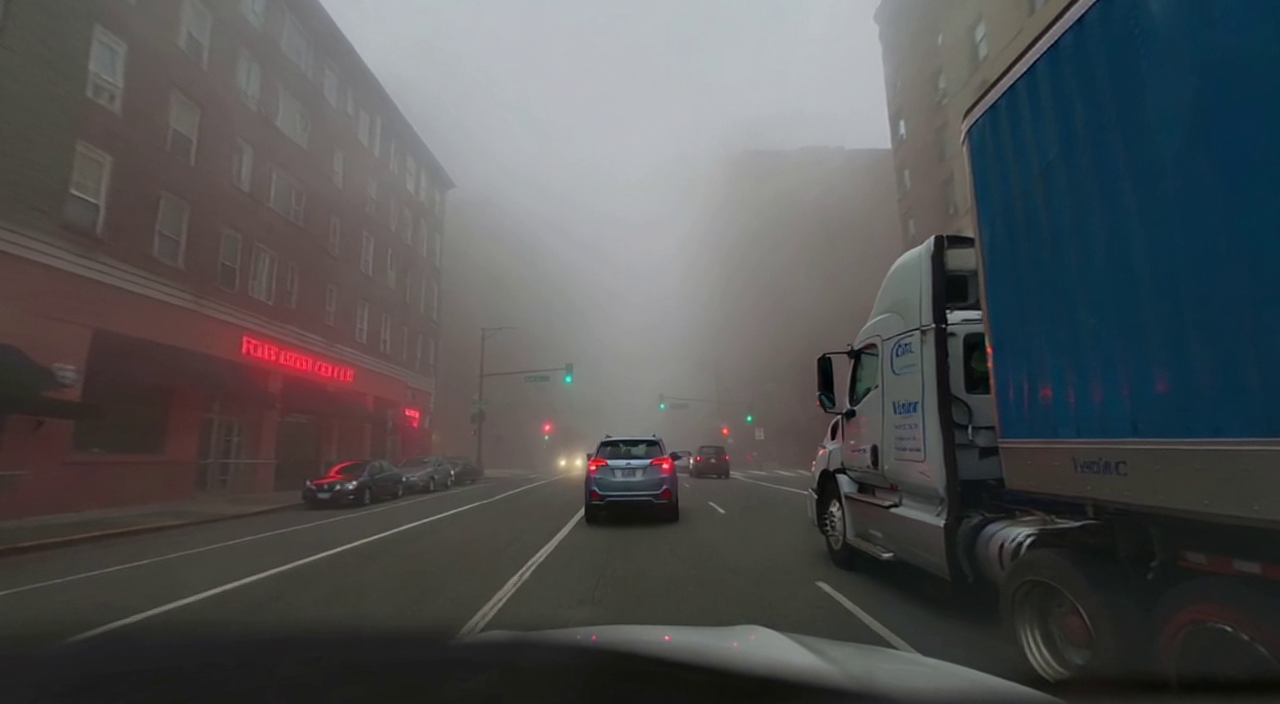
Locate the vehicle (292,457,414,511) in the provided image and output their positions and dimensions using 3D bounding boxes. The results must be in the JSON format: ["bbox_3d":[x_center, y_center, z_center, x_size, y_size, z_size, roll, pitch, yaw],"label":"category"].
[{"bbox_3d":[-8.740,4.027,19.715,1.805,1.379,4.359,0,-8,-1],"label":"vehicle"}]

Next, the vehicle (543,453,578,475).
[{"bbox_3d":[-5.794,8.184,46.551,1.947,1.462,4.640,-1,-8,1],"label":"vehicle"}]

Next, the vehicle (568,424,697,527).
[{"bbox_3d":[-0.122,2.525,13.502,2.283,1.783,4.548,0,-8,0],"label":"vehicle"}]

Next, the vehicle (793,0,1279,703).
[{"bbox_3d":[3.136,-0.110,2.088,2.913,3.771,9.716,0,-8,1],"label":"vehicle"}]

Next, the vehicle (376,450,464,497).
[{"bbox_3d":[-8.844,4.870,25.805,2.084,1.686,4.422,0,-8,-1],"label":"vehicle"}]

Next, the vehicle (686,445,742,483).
[{"bbox_3d":[3.459,5.336,30.476,2.159,1.696,4.316,0,-8,0],"label":"vehicle"}]
